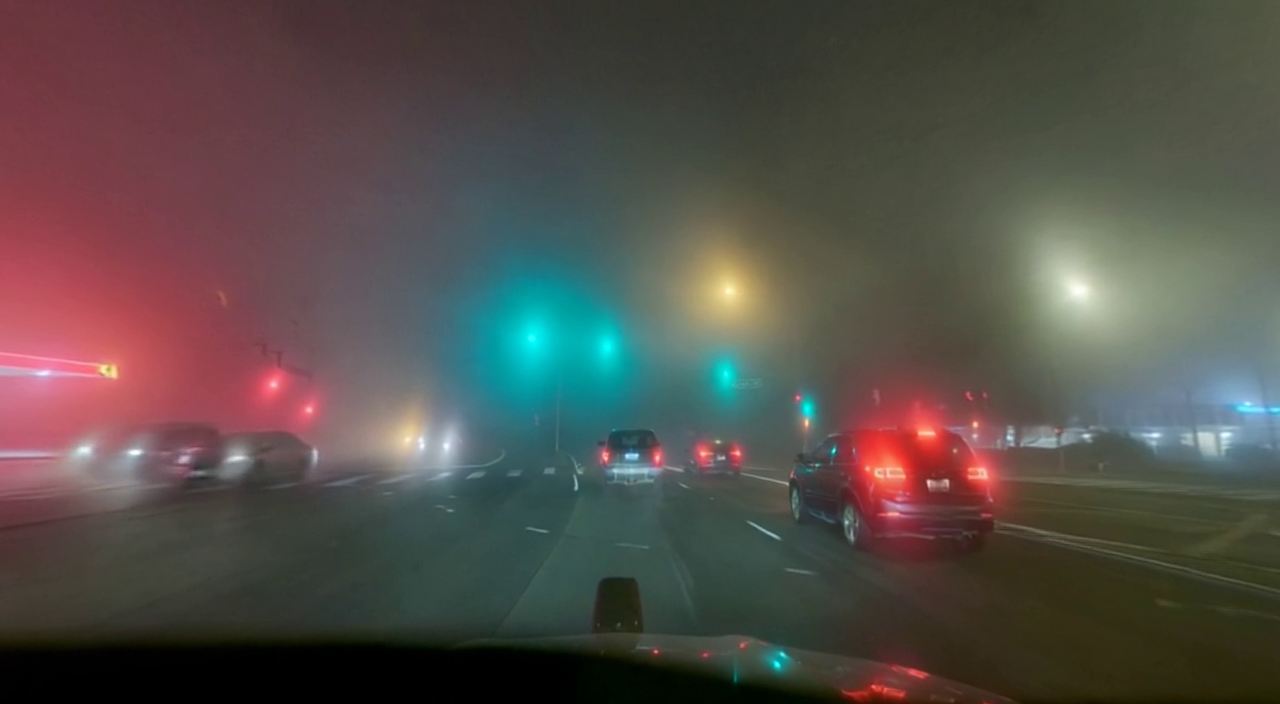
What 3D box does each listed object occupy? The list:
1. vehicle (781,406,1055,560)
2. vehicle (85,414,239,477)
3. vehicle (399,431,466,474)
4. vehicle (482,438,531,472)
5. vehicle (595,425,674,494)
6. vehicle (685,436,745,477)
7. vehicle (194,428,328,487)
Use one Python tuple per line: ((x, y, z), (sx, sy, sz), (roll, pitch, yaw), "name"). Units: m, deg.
((3.681, 1.805, 9.398), (2.000, 1.745, 4.206), (0, -8, -3), "vehicle")
((-19.043, 3.762, 25.527), (2.460, 2.257, 5.387), (1, -8, -7), "vehicle")
((-9.347, 4.544, 28.719), (1.992, 1.755, 4.283), (1, -8, -7), "vehicle")
((-6.470, 5.004, 30.869), (1.987, 1.505, 4.337), (1, -8, -8), "vehicle")
((-0.212, 3.095, 18.518), (2.051, 1.798, 4.168), (0, -8, -2), "vehicle")
((3.146, 4.434, 26.975), (1.800, 1.592, 3.658), (1, -8, -5), "vehicle")
((-11.924, 3.320, 20.184), (2.023, 1.671, 4.174), (1, -8, -6), "vehicle")
